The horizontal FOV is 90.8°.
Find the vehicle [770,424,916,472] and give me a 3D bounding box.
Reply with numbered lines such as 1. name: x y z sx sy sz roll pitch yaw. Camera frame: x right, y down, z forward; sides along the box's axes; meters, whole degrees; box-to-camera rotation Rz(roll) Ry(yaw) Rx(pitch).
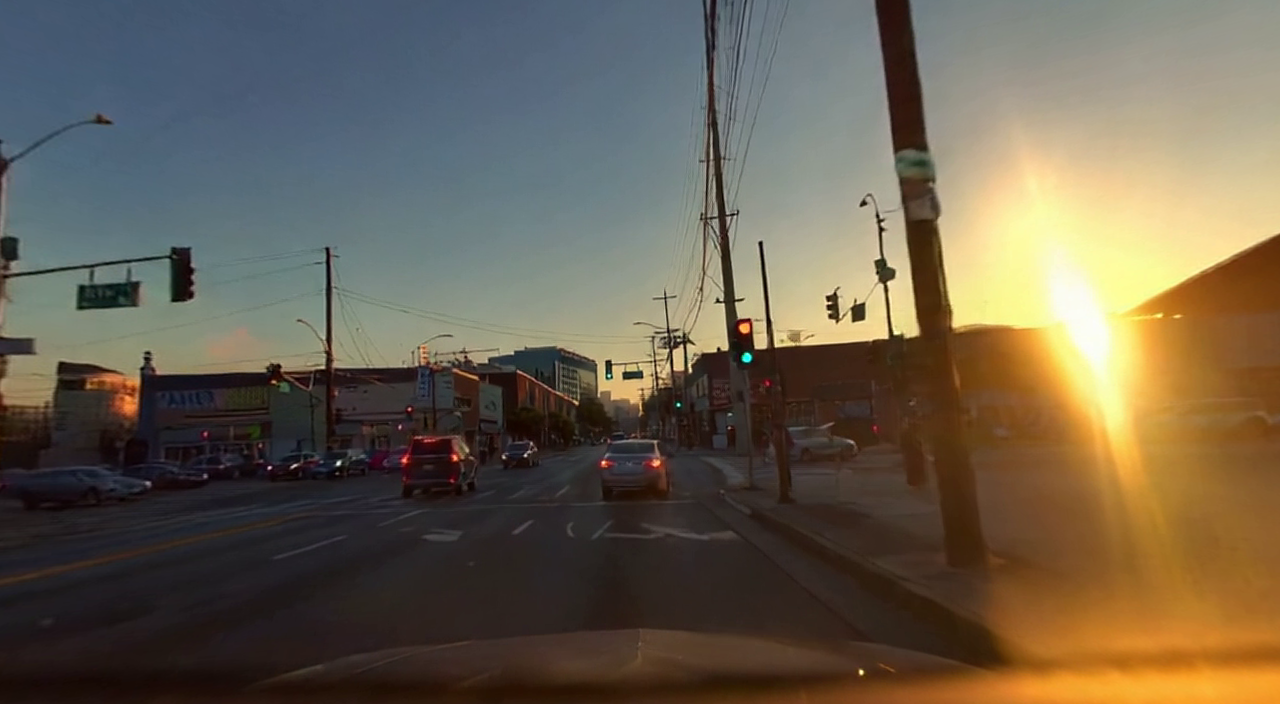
1. vehicle: 7.483 3.559 23.563 4.714 1.686 1.973 1 -8 -8

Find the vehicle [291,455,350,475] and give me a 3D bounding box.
1. vehicle: -23.054 8.167 45.691 3.360 1.392 1.674 -1 -9 0

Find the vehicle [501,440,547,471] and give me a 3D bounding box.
1. vehicle: -5.936 5.192 31.973 2.097 1.457 4.439 2 -8 -12

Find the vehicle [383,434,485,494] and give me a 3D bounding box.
1. vehicle: -6.638 3.627 20.892 2.063 1.751 4.229 0 -8 -2

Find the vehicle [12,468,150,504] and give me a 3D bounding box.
1. vehicle: -26.045 6.257 29.580 4.479 1.484 2.036 0 -8 0

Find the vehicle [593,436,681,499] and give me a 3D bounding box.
1. vehicle: 0.064 3.121 17.497 2.059 1.497 4.260 -1 -8 5

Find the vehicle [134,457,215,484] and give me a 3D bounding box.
1. vehicle: -34.776 8.841 47.308 4.492 1.880 1.879 0 -8 -1
